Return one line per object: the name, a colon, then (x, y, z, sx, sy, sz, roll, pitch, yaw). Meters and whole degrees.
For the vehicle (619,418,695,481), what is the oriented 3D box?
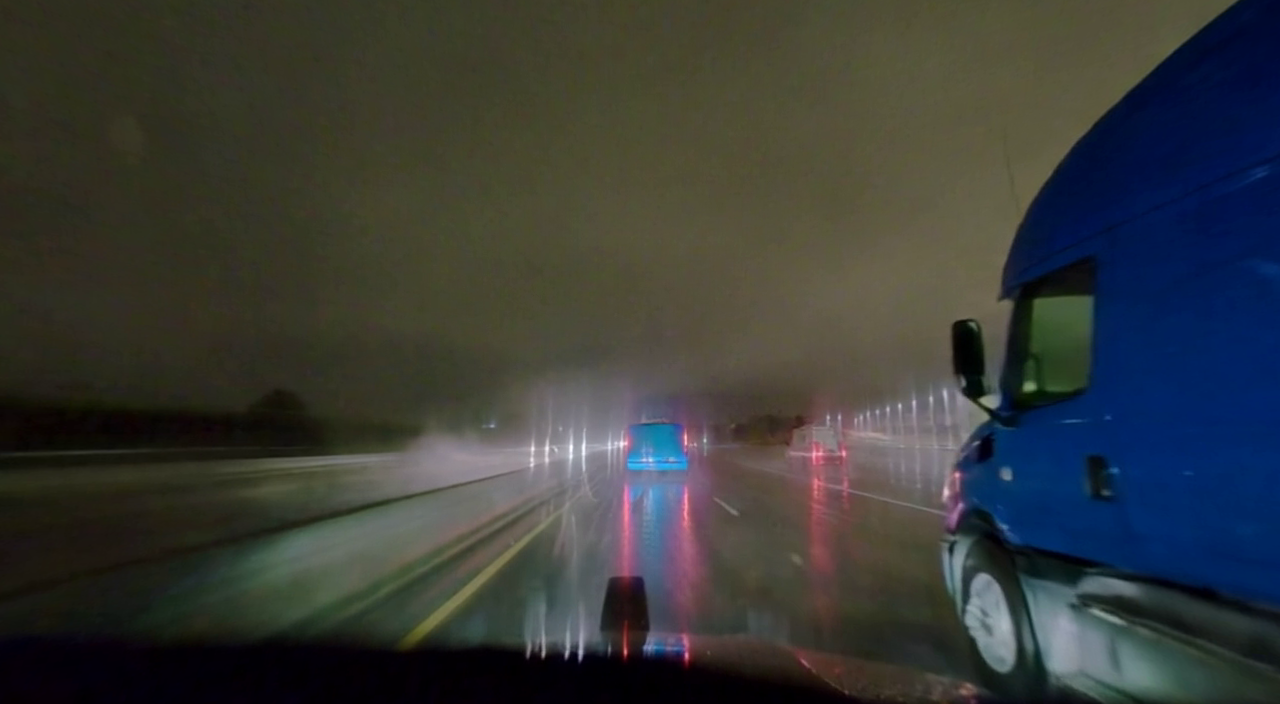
vehicle: (0.618, 3.540, 23.028, 2.469, 2.027, 4.554, 0, -8, 2)
